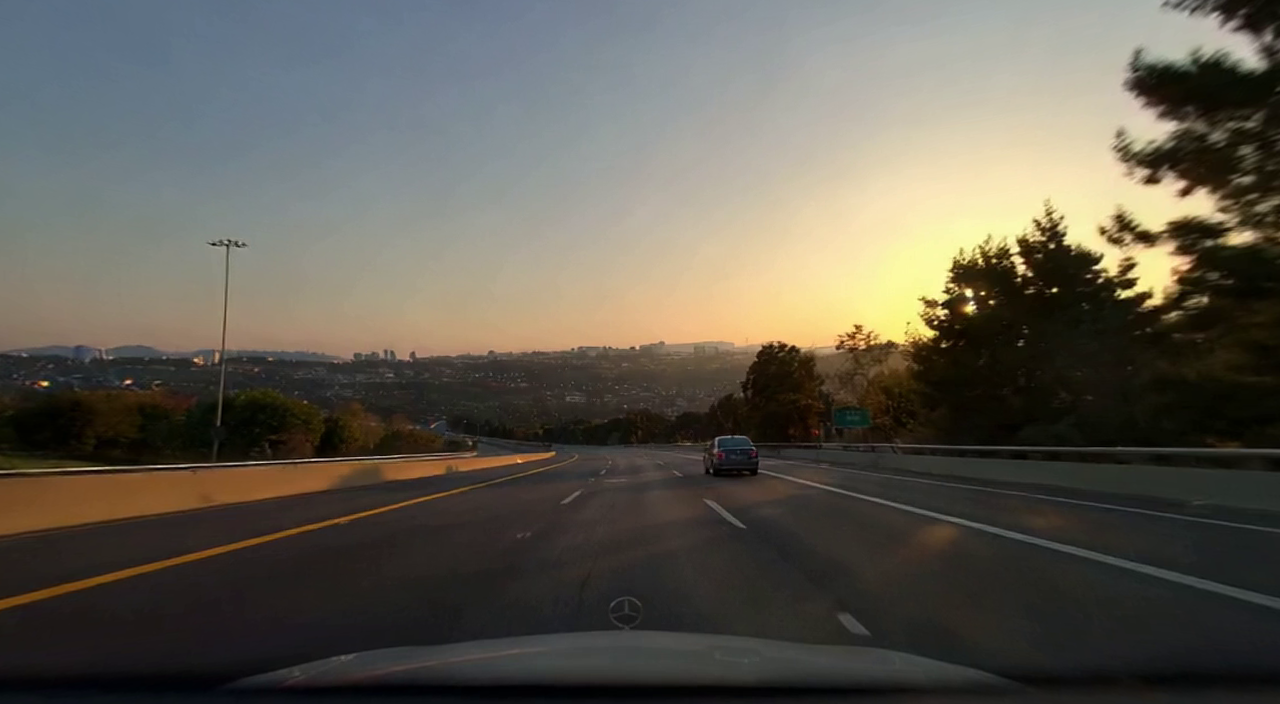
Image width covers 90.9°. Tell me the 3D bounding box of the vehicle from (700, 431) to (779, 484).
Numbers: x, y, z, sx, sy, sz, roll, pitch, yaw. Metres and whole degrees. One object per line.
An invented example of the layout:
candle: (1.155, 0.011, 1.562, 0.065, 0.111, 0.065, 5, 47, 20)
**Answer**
vehicle: (3.453, 3.754, 22.786, 2.059, 1.715, 4.192, 0, -8, -1)
